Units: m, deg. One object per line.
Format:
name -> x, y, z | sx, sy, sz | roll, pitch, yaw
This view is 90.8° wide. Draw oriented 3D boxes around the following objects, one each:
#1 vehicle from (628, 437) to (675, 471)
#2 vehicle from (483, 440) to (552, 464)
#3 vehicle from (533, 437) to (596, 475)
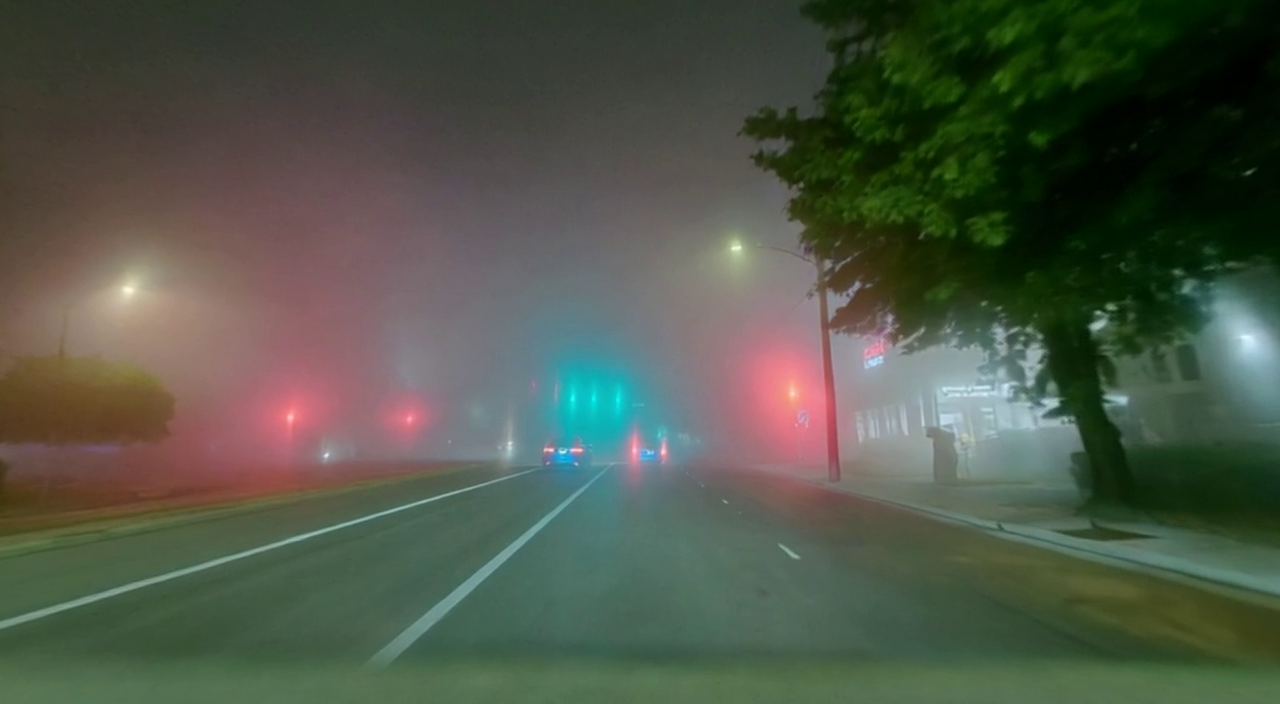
vehicle -> 0.520, 4.774, 29.727 | 2.059, 1.456, 4.047 | 0, -9, 0
vehicle -> -8.965, 7.281, 46.192 | 4.541, 1.689, 1.966 | 5, -10, -29
vehicle -> -3.100, 4.403, 26.928 | 2.032, 1.467, 4.411 | 0, -9, 1
